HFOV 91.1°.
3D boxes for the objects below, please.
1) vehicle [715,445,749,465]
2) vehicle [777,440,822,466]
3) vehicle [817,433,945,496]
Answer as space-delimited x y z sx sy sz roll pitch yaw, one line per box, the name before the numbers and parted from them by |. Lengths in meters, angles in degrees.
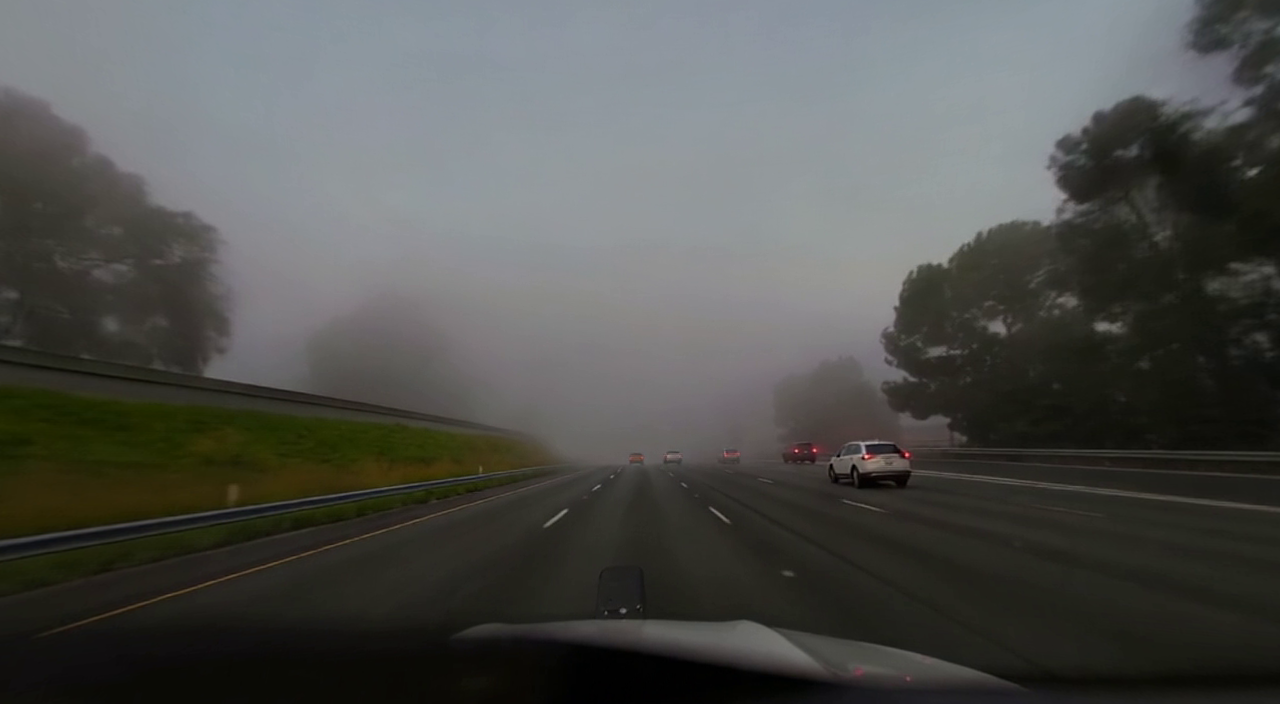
vehicle | 7.067 7.937 48.446 1.940 1.482 3.644 0 -8 -2
vehicle | 11.001 6.965 43.473 1.986 1.644 4.126 0 -8 -1
vehicle | 7.188 3.387 19.336 2.048 1.697 4.689 0 -8 0
